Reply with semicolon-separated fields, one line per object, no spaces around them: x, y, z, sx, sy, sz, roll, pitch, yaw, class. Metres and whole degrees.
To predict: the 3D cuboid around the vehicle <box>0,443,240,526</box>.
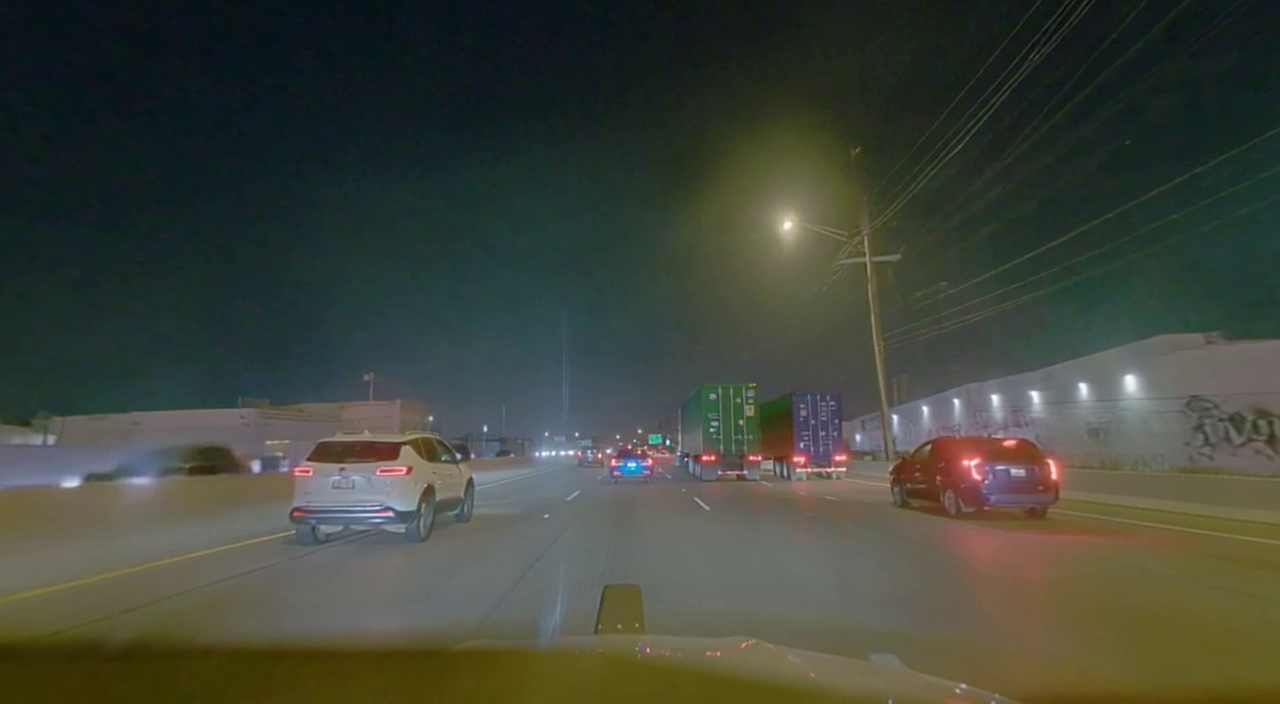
-10.968;2.729;13.621;1.902;1.474;4.259;0;-9;-1;vehicle

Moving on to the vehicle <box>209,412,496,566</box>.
-3.939;1.977;9.851;2.264;1.804;4.584;0;-9;0;vehicle

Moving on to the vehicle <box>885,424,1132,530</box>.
7.041;2.435;12.874;2.202;1.731;4.628;0;-9;0;vehicle

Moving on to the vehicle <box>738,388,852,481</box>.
7.743;4.585;34.039;2.868;4.017;12.827;0;-9;0;vehicle

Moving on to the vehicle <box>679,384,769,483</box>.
3.857;4.350;32.669;2.800;4.039;13.179;0;-9;0;vehicle

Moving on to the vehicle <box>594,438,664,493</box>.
-0.346;3.882;21.891;2.191;1.685;4.015;0;-9;0;vehicle

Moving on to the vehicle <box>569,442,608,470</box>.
-3.439;7.091;43.129;2.243;1.820;4.473;0;-9;1;vehicle
